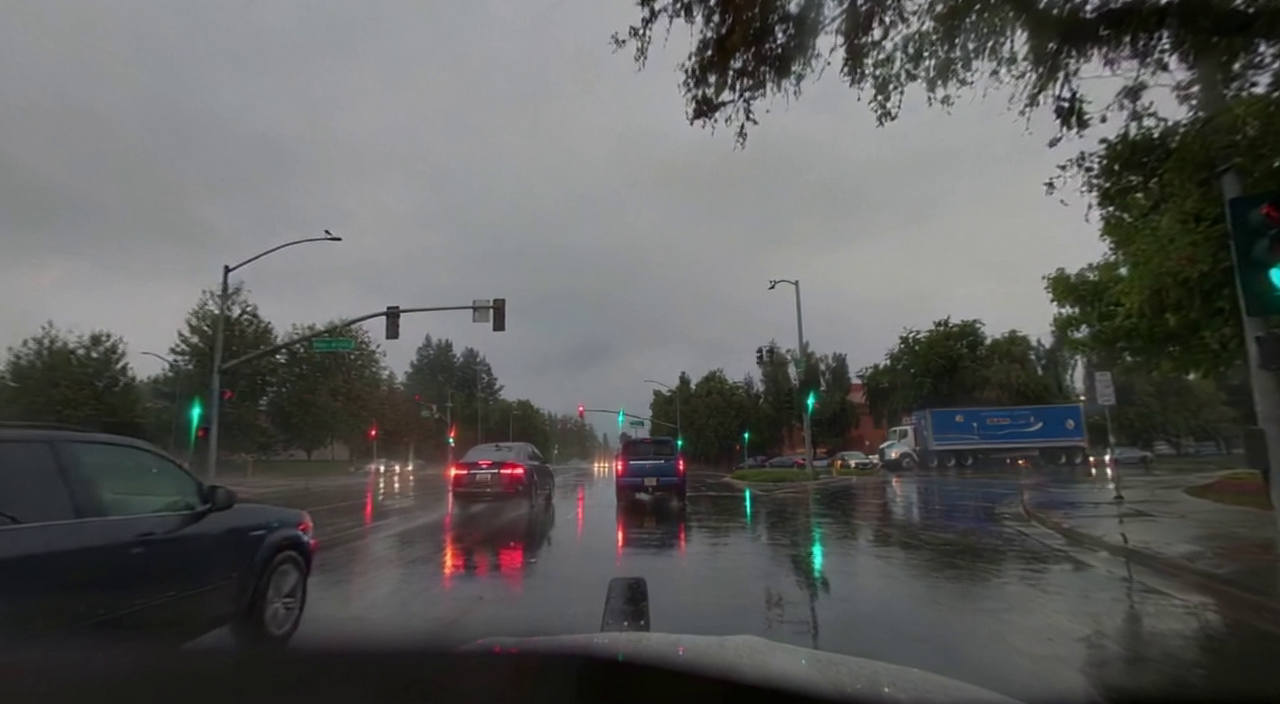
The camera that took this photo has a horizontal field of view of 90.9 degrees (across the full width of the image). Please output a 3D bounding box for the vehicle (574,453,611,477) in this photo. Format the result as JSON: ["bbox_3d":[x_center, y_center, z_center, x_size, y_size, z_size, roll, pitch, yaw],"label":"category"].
[{"bbox_3d":[-3.097,7.487,42.017,2.101,1.443,4.367,0,-8,0],"label":"vehicle"}]

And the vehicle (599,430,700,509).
[{"bbox_3d":[0.215,2.834,15.615,2.163,1.678,3.846,0,-8,0],"label":"vehicle"}]

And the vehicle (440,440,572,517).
[{"bbox_3d":[-2.861,2.804,14.556,2.013,1.474,4.393,0,-8,1],"label":"vehicle"}]

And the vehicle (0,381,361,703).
[{"bbox_3d":[-3.108,0.993,2.940,1.960,1.528,3.490,0,-8,1],"label":"vehicle"}]
